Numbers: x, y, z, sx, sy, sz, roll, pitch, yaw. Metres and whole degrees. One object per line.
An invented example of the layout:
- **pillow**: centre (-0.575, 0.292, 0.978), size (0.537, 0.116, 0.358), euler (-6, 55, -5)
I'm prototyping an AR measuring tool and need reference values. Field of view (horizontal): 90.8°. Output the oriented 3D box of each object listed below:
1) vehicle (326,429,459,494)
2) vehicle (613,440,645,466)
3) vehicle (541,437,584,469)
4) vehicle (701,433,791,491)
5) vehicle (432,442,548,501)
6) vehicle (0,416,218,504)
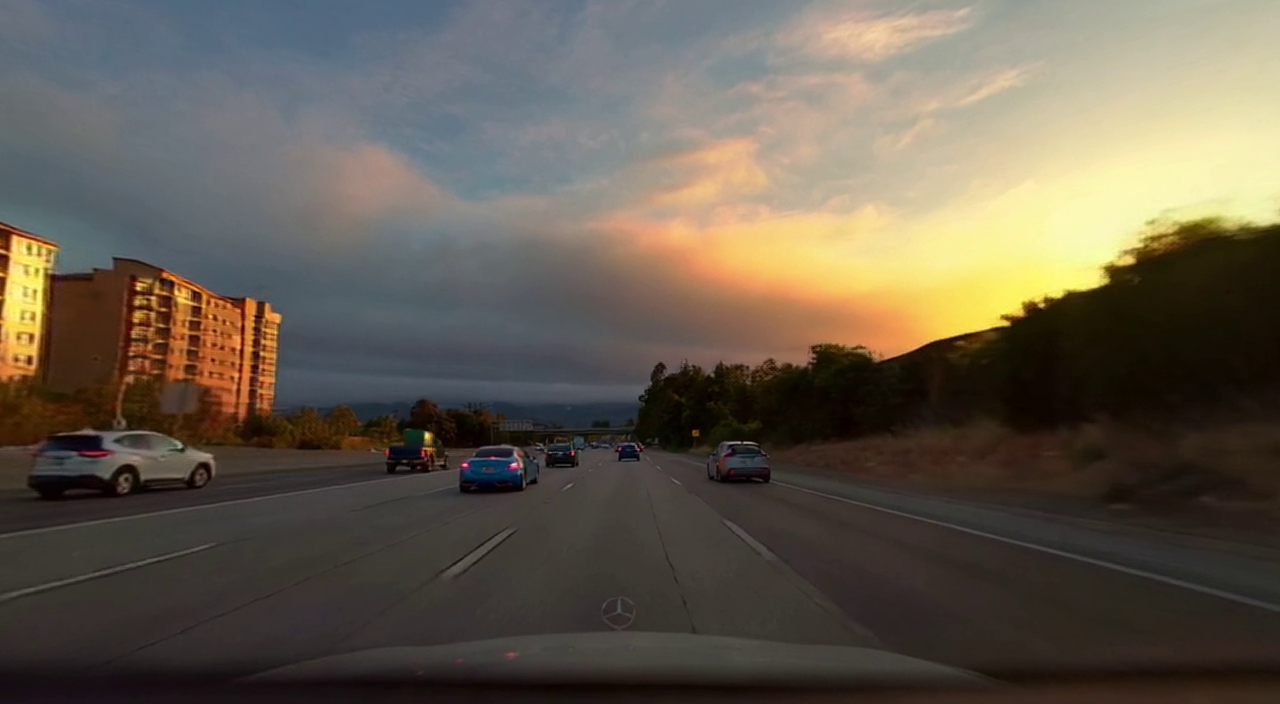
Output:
- **vehicle**: centre (-7.525, 3.381, 19.893), size (2.086, 1.776, 5.080), euler (0, -8, 0)
- **vehicle**: centre (-0.739, 6.890, 43.240), size (2.053, 1.650, 3.945), euler (0, -8, -1)
- **vehicle**: centre (-4.610, 6.086, 38.245), size (2.044, 1.774, 4.329), euler (0, -8, 0)
- **vehicle**: centre (3.318, 3.542, 20.696), size (2.061, 1.658, 4.417), euler (0, -8, -2)
- **vehicle**: centre (-3.987, 3.241, 17.667), size (2.124, 1.426, 4.444), euler (0, -8, 0)
- **vehicle**: centre (-15.256, 2.963, 17.788), size (2.396, 1.999, 6.333), euler (0, -8, 0)
